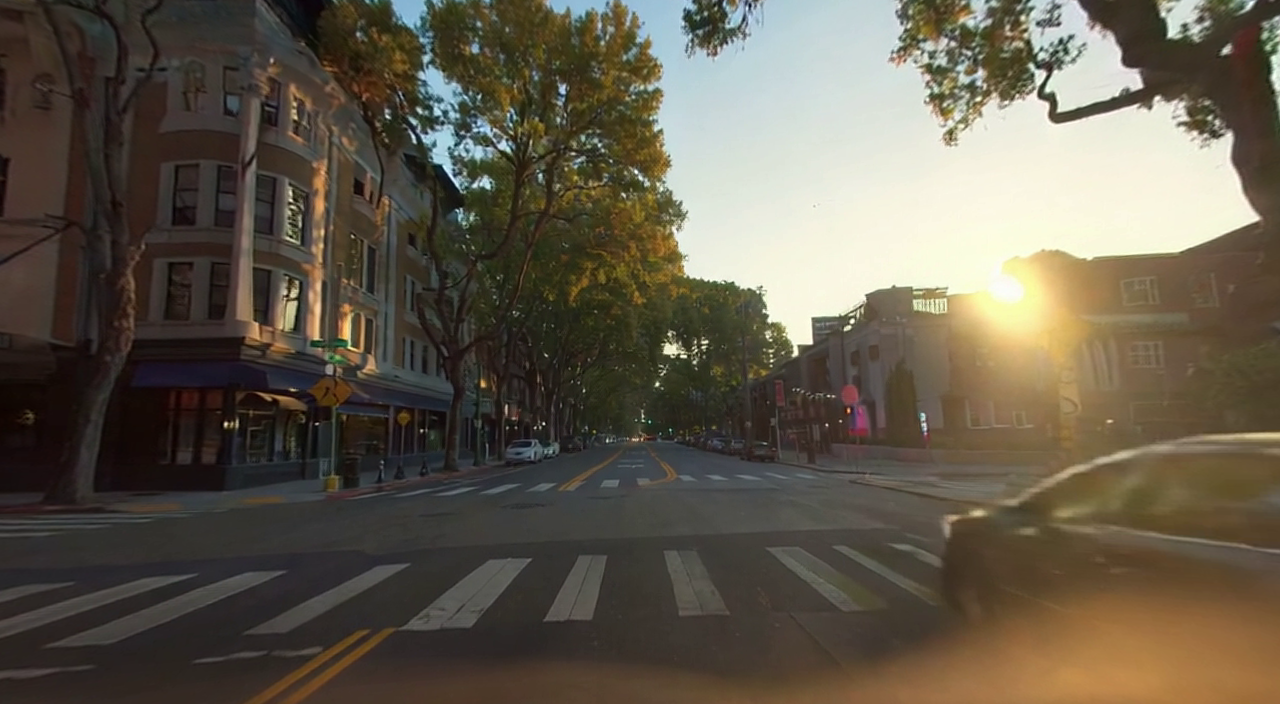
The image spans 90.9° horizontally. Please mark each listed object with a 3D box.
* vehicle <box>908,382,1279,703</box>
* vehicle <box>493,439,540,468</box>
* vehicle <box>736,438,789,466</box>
[{"bbox_3d":[2.720,0.865,1.945,2.014,1.474,4.090,0,-8,1],"label":"vehicle"},{"bbox_3d":[-7.247,5.957,37.437,2.127,1.533,4.547,-1,-8,-3],"label":"vehicle"},{"bbox_3d":[6.963,5.731,36.282,1.997,1.510,4.455,1,-8,-2],"label":"vehicle"}]
